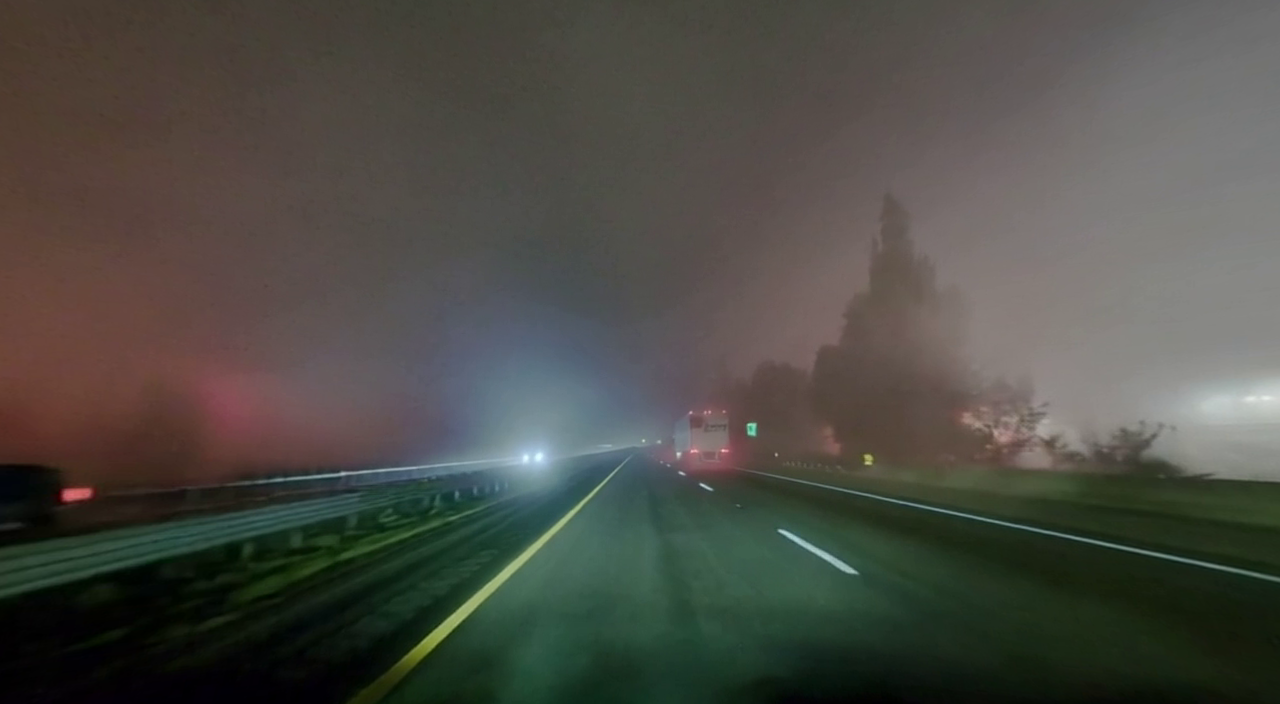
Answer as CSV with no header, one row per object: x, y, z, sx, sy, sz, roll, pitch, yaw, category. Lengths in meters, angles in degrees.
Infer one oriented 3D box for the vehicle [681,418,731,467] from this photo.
4.889,6.972,47.893,2.826,3.408,7.775,0,-9,-1,vehicle
